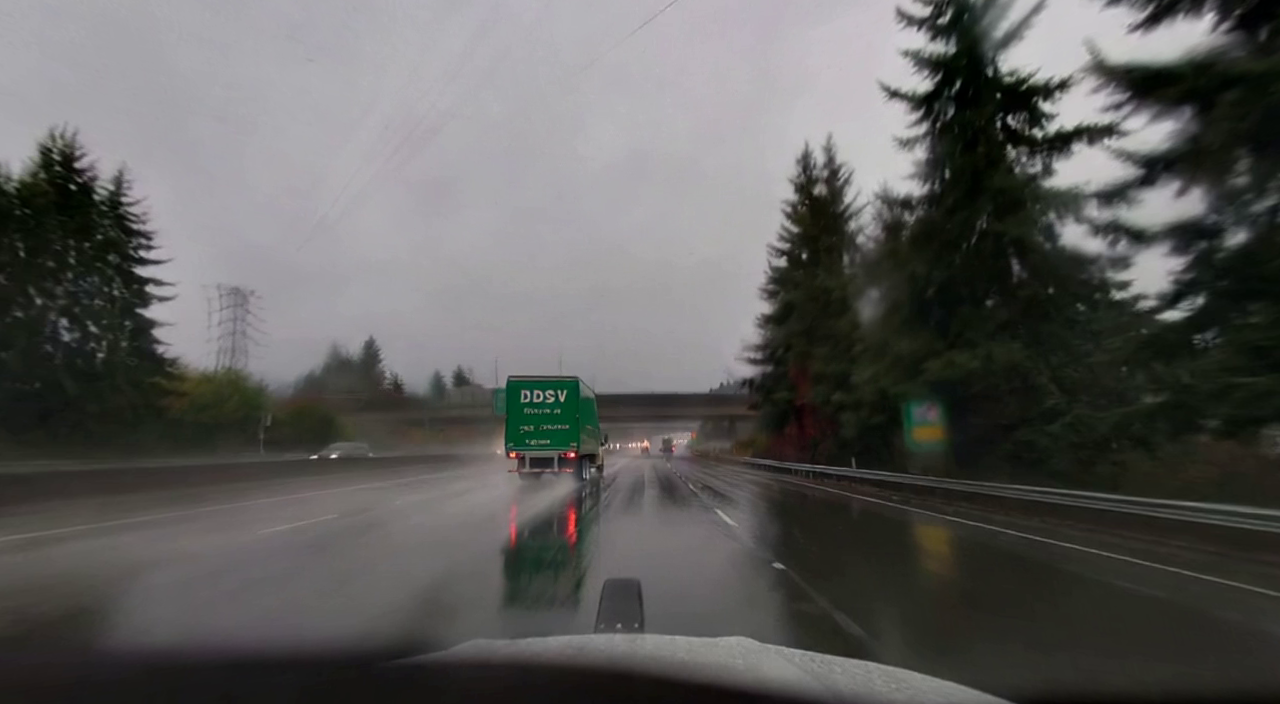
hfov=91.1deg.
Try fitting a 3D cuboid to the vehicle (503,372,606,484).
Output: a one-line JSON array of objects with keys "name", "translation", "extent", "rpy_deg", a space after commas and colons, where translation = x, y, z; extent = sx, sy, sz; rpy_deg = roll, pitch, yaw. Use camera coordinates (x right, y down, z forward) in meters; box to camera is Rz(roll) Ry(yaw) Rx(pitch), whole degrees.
[{"name": "vehicle", "translation": [-3.434, 3.703, 29.169], "extent": [3.025, 4.002, 12.709], "rpy_deg": [0, -9, 0]}]
